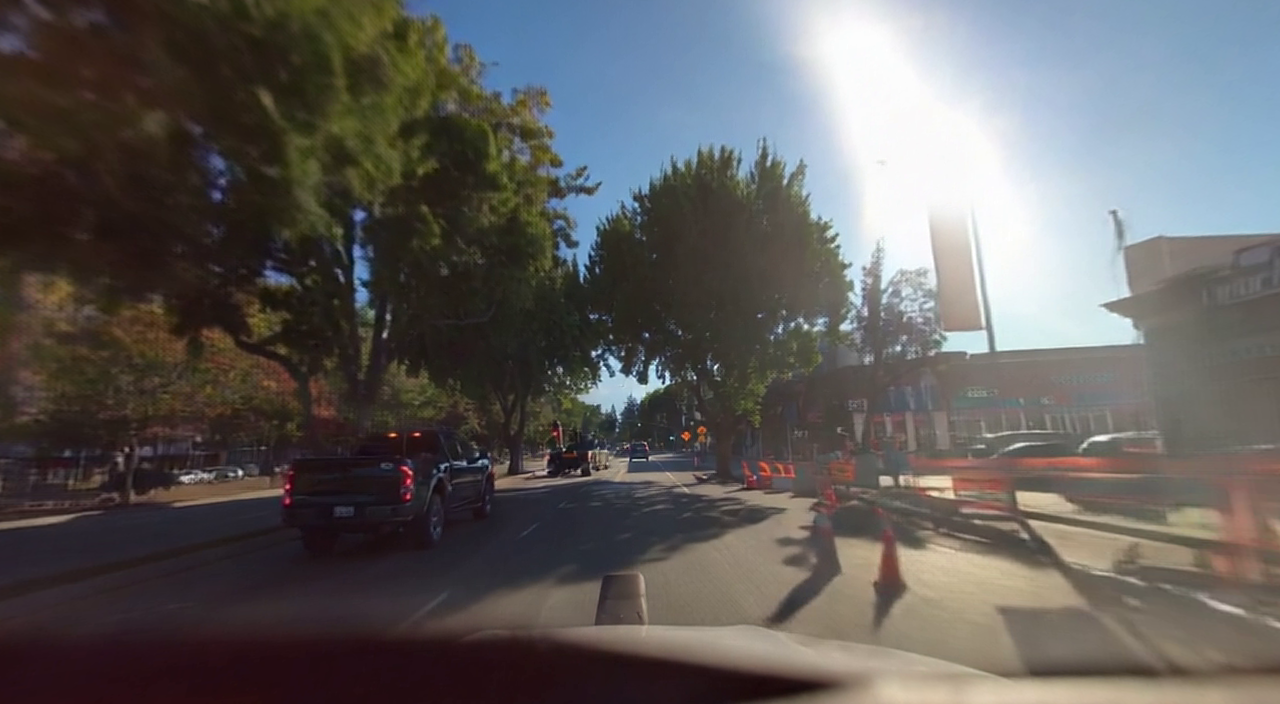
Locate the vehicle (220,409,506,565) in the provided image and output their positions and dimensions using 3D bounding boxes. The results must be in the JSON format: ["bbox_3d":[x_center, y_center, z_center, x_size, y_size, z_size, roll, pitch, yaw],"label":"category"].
[{"bbox_3d":[-3.666,1.889,9.563,2.327,1.775,4.430,0,-8,0],"label":"vehicle"}]

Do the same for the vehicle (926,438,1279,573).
[{"bbox_3d":[6.686,2.147,9.872,2.012,1.523,5.204,0,-8,0],"label":"vehicle"}]

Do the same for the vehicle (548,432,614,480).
[{"bbox_3d":[-2.695,4.955,30.437,2.424,2.063,5.678,0,-8,2],"label":"vehicle"}]

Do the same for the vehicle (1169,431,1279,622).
[{"bbox_3d":[6.027,1.185,3.681,2.045,1.505,4.615,-1,-8,3],"label":"vehicle"}]

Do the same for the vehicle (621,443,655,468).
[{"bbox_3d":[-0.216,7.701,47.346,2.413,1.748,4.406,0,-8,-1],"label":"vehicle"}]

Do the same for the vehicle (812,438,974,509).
[{"bbox_3d":[6.631,3.214,17.342,2.126,1.642,4.888,1,-9,-4],"label":"vehicle"}]
